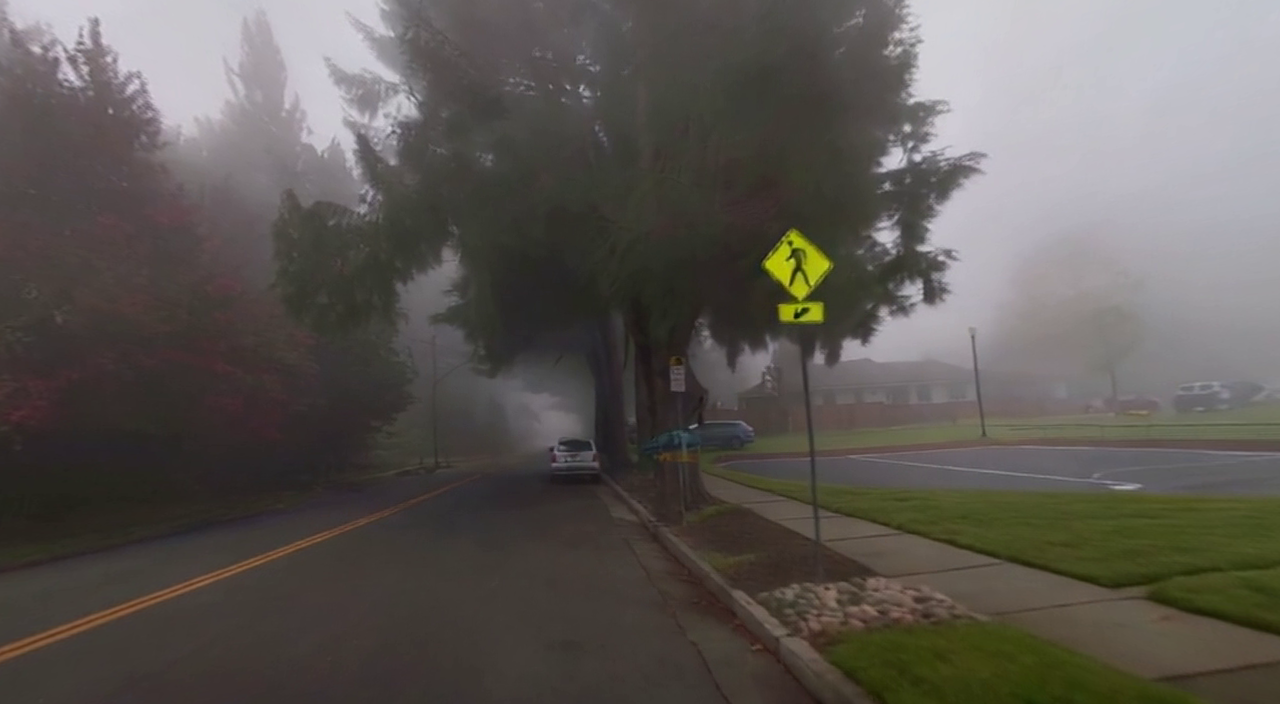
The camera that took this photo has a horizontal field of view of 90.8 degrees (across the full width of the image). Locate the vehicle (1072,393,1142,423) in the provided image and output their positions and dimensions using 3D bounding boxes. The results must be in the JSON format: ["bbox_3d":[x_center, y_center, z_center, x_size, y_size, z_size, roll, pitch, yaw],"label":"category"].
[{"bbox_3d":[28.111,3.411,37.988,4.245,1.601,1.912,5,-10,-33],"label":"vehicle"}]

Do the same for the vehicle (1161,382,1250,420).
[{"bbox_3d":[28.506,2.515,31.804,4.481,1.634,1.973,5,-10,-31],"label":"vehicle"}]

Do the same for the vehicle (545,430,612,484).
[{"bbox_3d":[-2.276,3.833,23.251,2.204,1.776,4.262,1,-9,-6],"label":"vehicle"}]

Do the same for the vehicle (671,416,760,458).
[{"bbox_3d":[3.977,4.402,32.882,4.390,1.696,1.954,-1,-6,-38],"label":"vehicle"}]
